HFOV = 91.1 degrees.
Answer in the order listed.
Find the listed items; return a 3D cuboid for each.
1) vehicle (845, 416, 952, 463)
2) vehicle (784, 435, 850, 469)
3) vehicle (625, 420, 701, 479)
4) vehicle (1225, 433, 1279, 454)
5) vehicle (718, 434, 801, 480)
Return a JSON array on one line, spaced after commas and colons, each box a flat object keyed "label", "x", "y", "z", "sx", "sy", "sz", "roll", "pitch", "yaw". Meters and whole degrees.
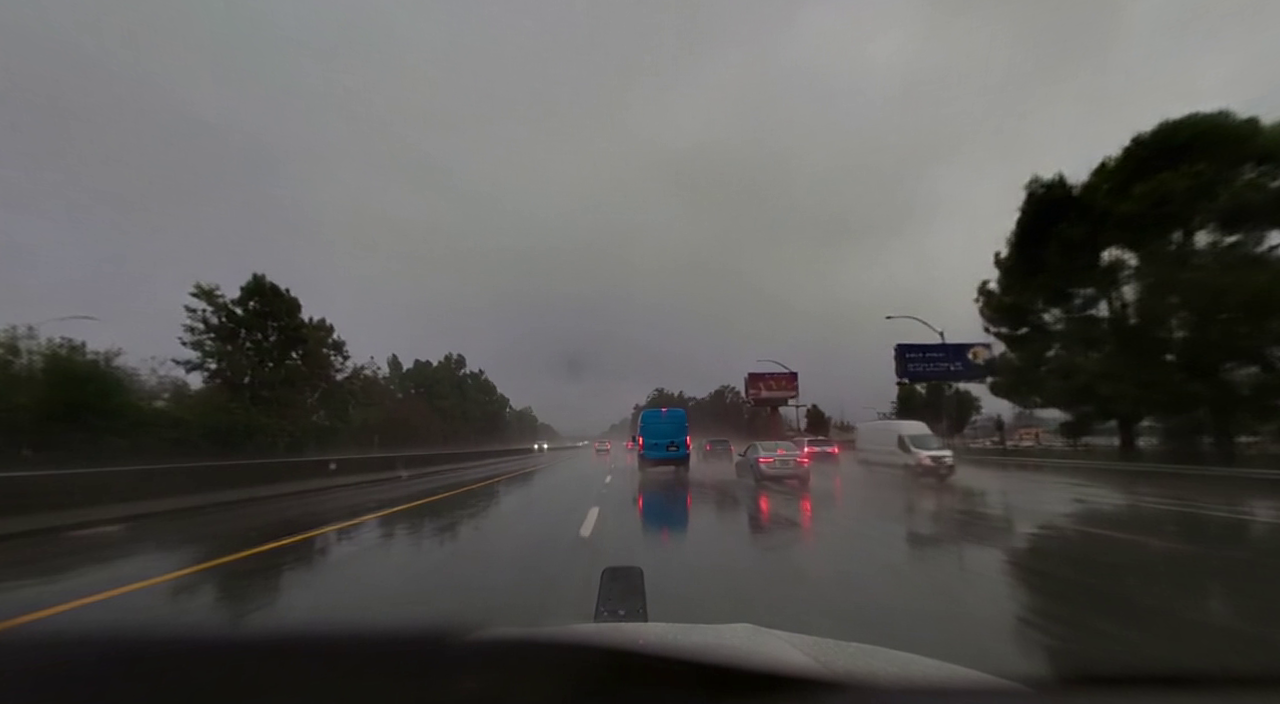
[{"label": "vehicle", "x": 16.983, "y": 5.870, "z": 42.085, "sx": 3.113, "sy": 2.773, "sz": 8.752, "roll": 0, "pitch": -8, "yaw": -3}, {"label": "vehicle", "x": 8.286, "y": 4.705, "z": 29.709, "sx": 1.874, "sy": 1.496, "sz": 3.586, "roll": 0, "pitch": -8, "yaw": -3}, {"label": "vehicle", "x": 0.768, "y": 3.858, "z": 25.083, "sx": 2.546, "sy": 2.087, "sz": 5.404, "roll": 0, "pitch": -8, "yaw": -3}, {"label": "vehicle", "x": 47.867, "y": 6.977, "z": 47.862, "sx": 4.409, "sy": 1.535, "sz": 2.038, "roll": 0, "pitch": -8, "yaw": -1}, {"label": "vehicle", "x": 4.205, "y": 3.757, "z": 22.747, "sx": 2.099, "sy": 1.510, "sz": 3.784, "roll": 0, "pitch": -8, "yaw": -2}]
